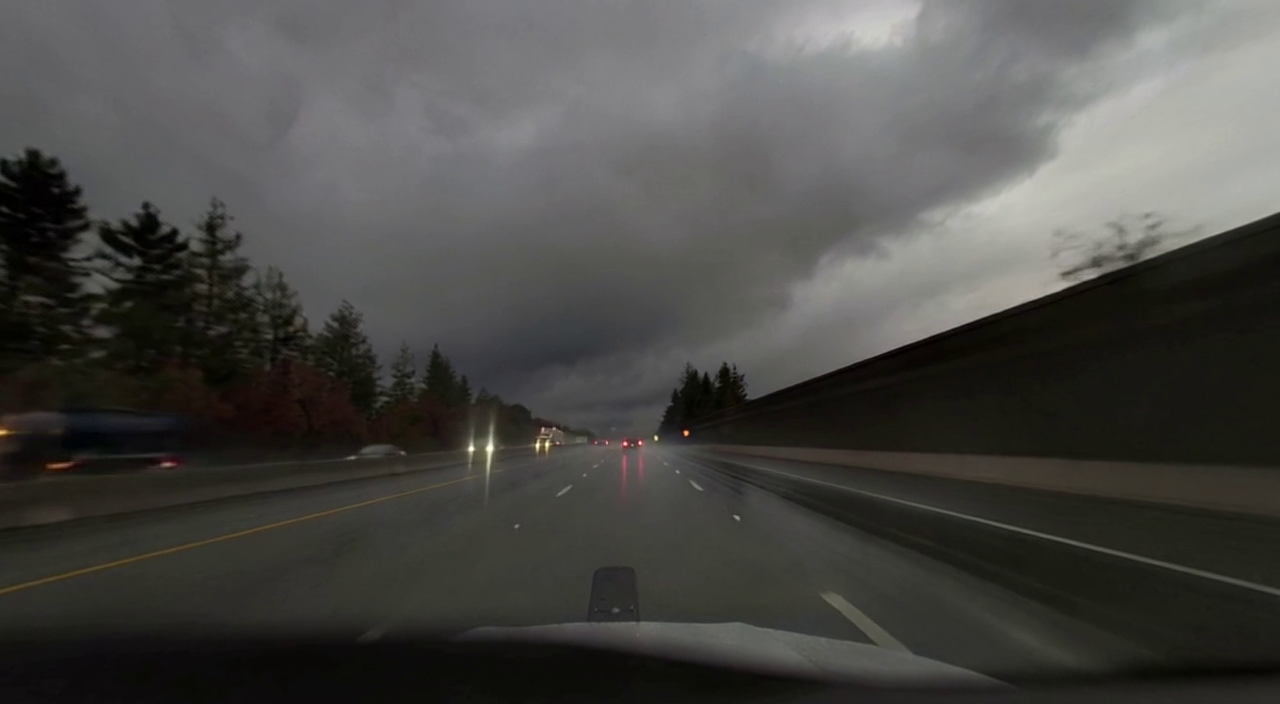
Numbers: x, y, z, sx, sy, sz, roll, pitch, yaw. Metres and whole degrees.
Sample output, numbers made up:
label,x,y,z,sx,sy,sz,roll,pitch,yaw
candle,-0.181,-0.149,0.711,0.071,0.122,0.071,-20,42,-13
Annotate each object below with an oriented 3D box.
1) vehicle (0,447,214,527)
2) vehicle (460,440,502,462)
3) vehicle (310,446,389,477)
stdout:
label,x,y,z,sx,sy,sz,roll,pitch,yaw
vehicle,-12.327,2.972,14.512,1.962,1.479,4.434,-1,-8,-1
vehicle,-12.084,7.541,48.073,2.109,1.557,4.531,-1,-8,0
vehicle,-15.391,5.808,33.654,1.994,1.466,4.663,-1,-8,0
